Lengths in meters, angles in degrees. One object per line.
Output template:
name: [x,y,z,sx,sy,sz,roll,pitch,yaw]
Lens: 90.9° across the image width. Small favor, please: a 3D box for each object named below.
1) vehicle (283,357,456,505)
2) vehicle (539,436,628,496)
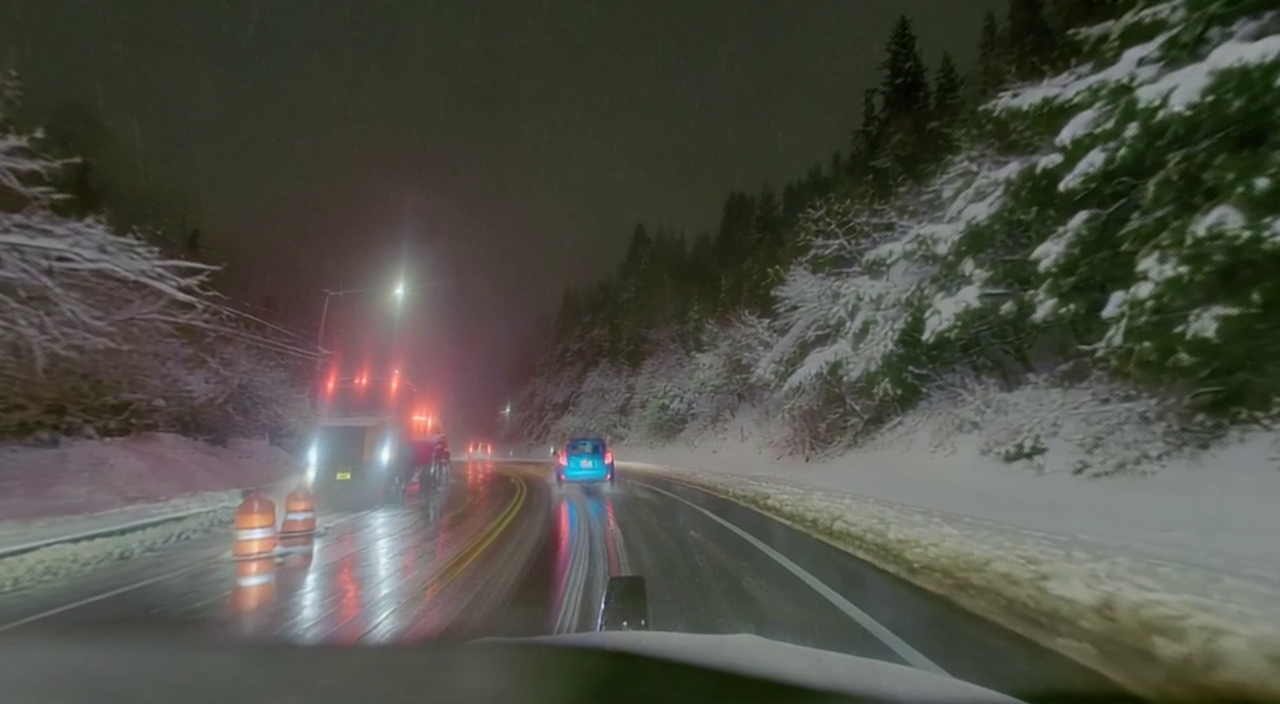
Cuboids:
vehicle: [-6.559,2.052,16.147,2.364,3.191,4.942,0,-8,-3]
vehicle: [-1.748,3.193,18.070,2.259,1.503,4.075,1,-8,-9]
